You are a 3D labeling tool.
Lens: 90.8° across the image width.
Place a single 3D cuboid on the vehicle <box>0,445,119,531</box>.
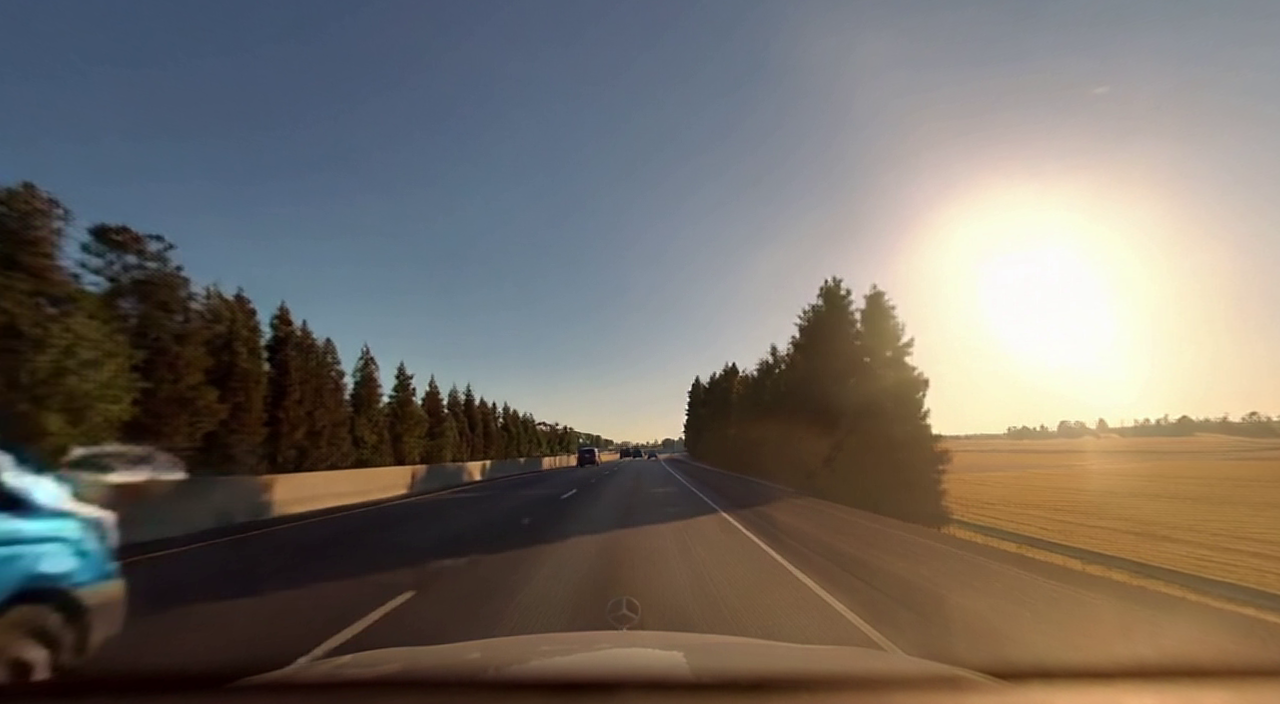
[{"bbox_3d":[-12.025,2.376,11.063,1.908,1.470,4.498,0,-8,0],"label":"vehicle"}]
